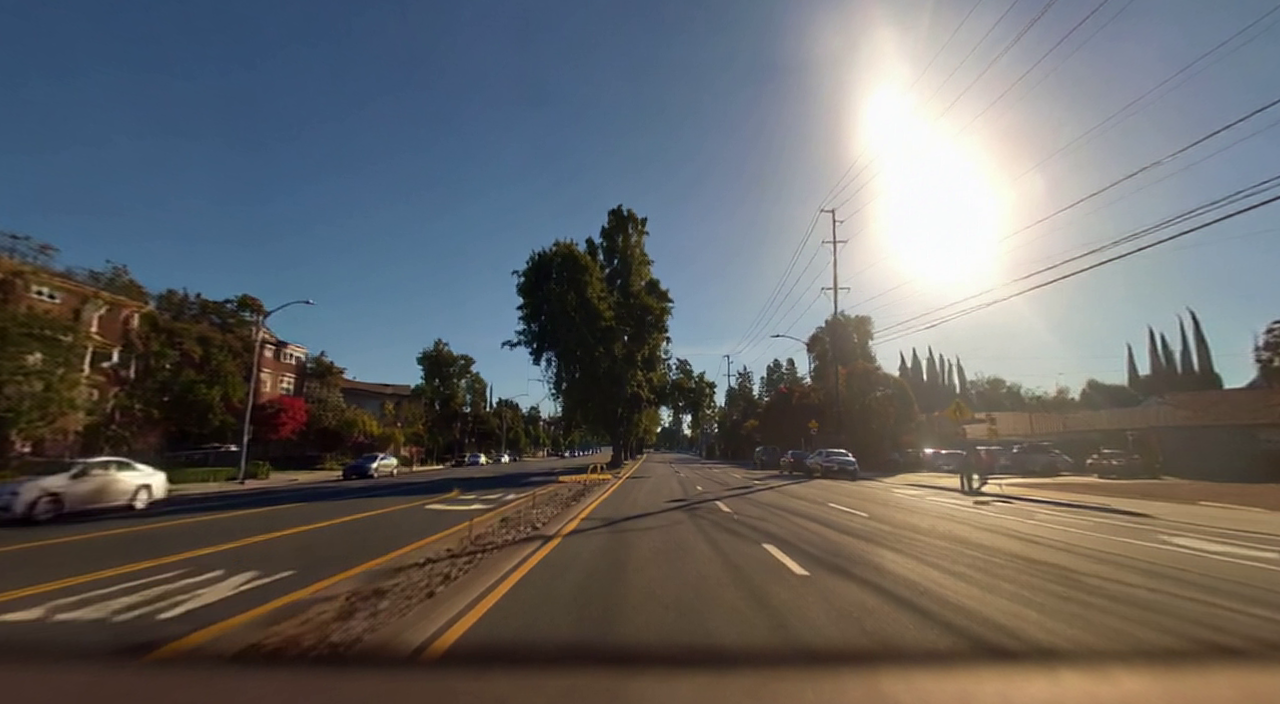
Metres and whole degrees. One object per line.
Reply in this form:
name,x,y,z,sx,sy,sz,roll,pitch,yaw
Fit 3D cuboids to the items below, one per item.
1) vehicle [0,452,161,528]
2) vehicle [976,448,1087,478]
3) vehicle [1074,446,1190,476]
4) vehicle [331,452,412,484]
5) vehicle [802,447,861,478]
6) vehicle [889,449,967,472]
vehicle,-13.978,3.118,14.682,1.902,1.470,4.678,0,-8,1
vehicle,20.694,5.869,33.447,4.664,1.504,1.816,0,-8,1
vehicle,25.610,5.706,32.922,4.368,1.394,1.983,1,-10,1
vehicle,-13.767,5.944,32.631,2.047,1.467,4.611,0,-8,1
vehicle,12.174,7.043,40.443,2.182,1.768,4.904,0,-8,0
vehicle,19.969,7.517,43.873,4.643,1.520,1.894,-3,-8,18
